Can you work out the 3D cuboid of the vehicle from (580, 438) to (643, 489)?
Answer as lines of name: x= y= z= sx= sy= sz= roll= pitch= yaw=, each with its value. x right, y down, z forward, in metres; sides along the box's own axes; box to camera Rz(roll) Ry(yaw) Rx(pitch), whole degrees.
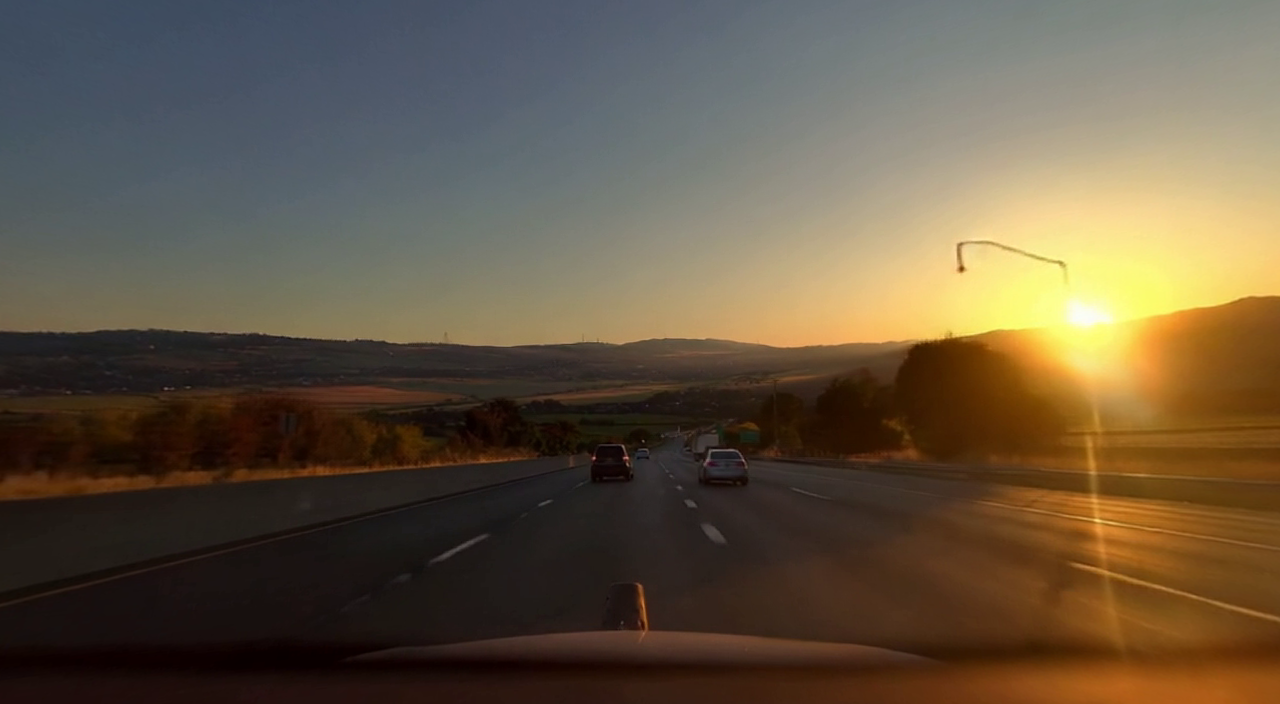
vehicle: x=-0.962 y=4.175 z=23.813 sx=2.142 sy=1.724 sz=4.344 roll=0 pitch=-9 yaw=1

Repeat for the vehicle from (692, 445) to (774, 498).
vehicle: x=2.813 y=3.721 z=19.986 sx=2.004 sy=1.471 sz=4.032 roll=0 pitch=-9 yaw=0

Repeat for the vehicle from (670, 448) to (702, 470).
vehicle: x=3.364 y=7.921 z=46.901 sx=2.047 sy=1.540 sz=4.294 roll=0 pitch=-9 yaw=0
